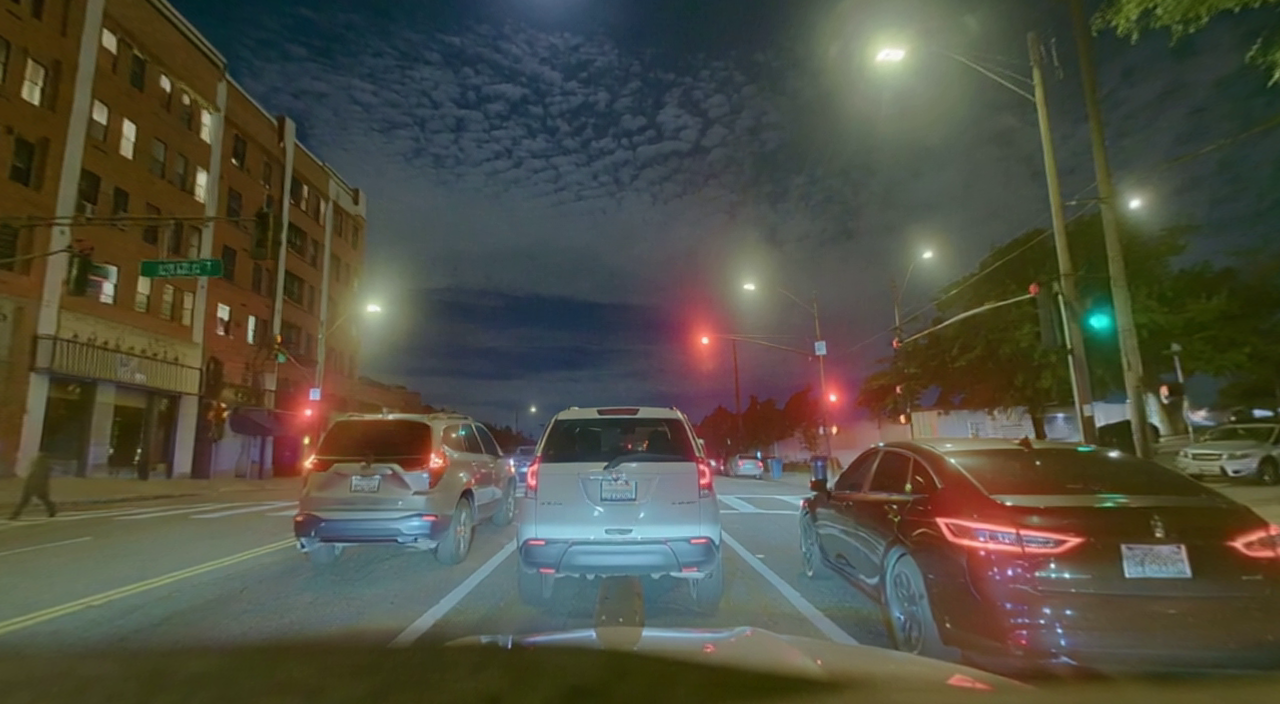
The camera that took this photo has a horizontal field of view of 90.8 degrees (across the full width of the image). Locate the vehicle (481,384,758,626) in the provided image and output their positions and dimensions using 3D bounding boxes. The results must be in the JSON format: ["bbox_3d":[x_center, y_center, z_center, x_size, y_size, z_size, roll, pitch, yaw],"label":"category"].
[{"bbox_3d":[-0.140,1.503,7.166,2.105,1.842,4.537,0,-8,0],"label":"vehicle"}]

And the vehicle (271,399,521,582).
[{"bbox_3d":[-2.850,1.703,8.538,1.855,1.812,4.244,0,-8,-3],"label":"vehicle"}]

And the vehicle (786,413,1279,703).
[{"bbox_3d":[2.578,1.306,4.825,1.852,1.462,4.155,0,-8,-1],"label":"vehicle"}]
